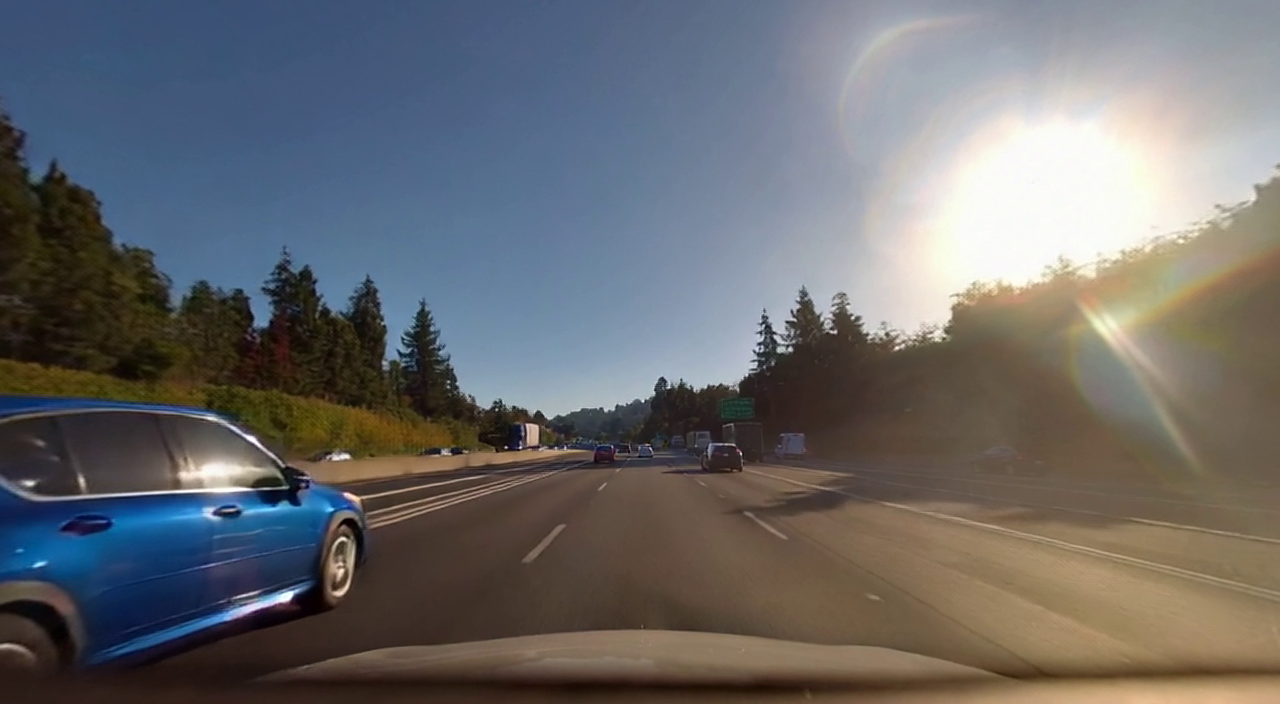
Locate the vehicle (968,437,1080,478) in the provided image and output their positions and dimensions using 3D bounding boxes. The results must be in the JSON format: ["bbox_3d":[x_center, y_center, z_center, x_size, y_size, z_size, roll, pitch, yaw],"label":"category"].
[{"bbox_3d":[20.669,5.685,34.360,2.221,1.995,5.803,0,-9,-3],"label":"vehicle"}]

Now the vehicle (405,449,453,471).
[{"bbox_3d":[-15.648,8.022,47.064,1.962,1.475,4.521,0,-9,1],"label":"vehicle"}]

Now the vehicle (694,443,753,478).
[{"bbox_3d":[3.800,5.044,29.567,2.080,1.493,4.674,0,-9,-1],"label":"vehicle"}]

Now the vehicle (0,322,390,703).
[{"bbox_3d":[-3.438,0.899,3.083,2.218,1.764,5.229,0,-9,1],"label":"vehicle"}]

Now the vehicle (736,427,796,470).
[{"bbox_3d":[8.055,6.252,40.907,2.729,2.628,4.875,0,-9,-2],"label":"vehicle"}]
